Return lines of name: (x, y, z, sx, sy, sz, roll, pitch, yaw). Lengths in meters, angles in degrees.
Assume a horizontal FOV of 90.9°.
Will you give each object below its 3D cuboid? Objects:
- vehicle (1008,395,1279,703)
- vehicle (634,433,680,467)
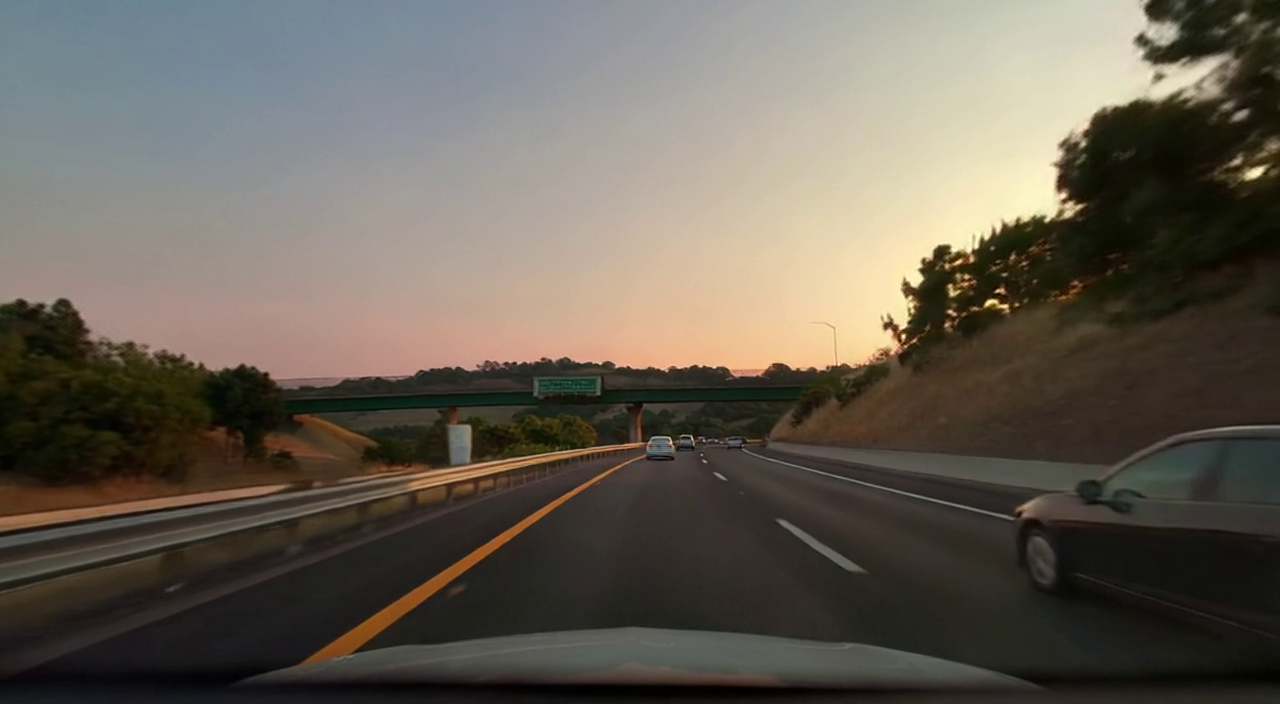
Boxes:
vehicle: (4.100, 0.944, 2.906, 2.163, 1.489, 4.470, 0, -8, 1)
vehicle: (0.839, 4.594, 29.644, 1.993, 1.461, 3.812, -1, -8, 3)
